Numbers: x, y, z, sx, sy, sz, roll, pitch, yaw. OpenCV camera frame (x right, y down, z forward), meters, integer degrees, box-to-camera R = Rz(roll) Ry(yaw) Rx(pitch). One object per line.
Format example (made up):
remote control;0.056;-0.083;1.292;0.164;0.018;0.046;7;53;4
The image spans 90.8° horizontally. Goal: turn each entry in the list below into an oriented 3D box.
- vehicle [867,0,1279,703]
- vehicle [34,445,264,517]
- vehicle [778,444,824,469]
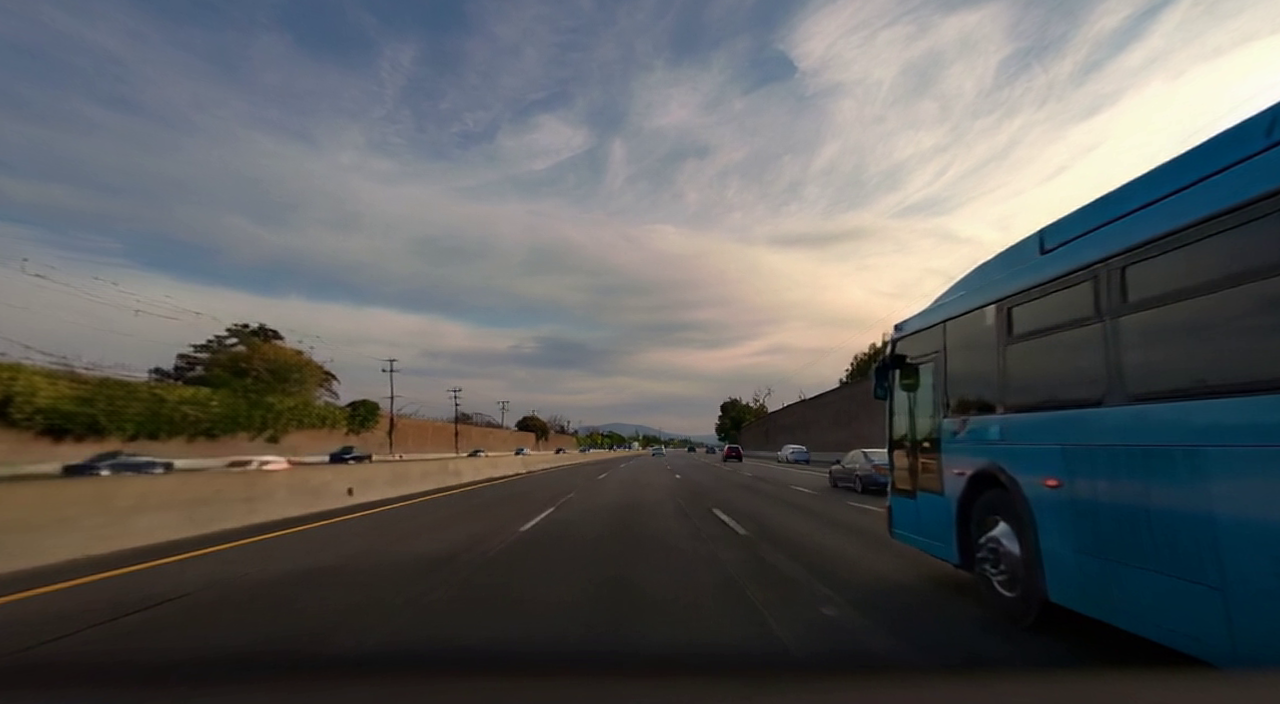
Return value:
vehicle;4.426;-0.340;0.541;3.144;3.580;14.591;0;-9;0
vehicle;-11.162;2.921;14.889;1.858;1.437;4.376;0;-9;1
vehicle;11.568;7.529;45.789;2.151;1.734;4.519;0;-9;1
